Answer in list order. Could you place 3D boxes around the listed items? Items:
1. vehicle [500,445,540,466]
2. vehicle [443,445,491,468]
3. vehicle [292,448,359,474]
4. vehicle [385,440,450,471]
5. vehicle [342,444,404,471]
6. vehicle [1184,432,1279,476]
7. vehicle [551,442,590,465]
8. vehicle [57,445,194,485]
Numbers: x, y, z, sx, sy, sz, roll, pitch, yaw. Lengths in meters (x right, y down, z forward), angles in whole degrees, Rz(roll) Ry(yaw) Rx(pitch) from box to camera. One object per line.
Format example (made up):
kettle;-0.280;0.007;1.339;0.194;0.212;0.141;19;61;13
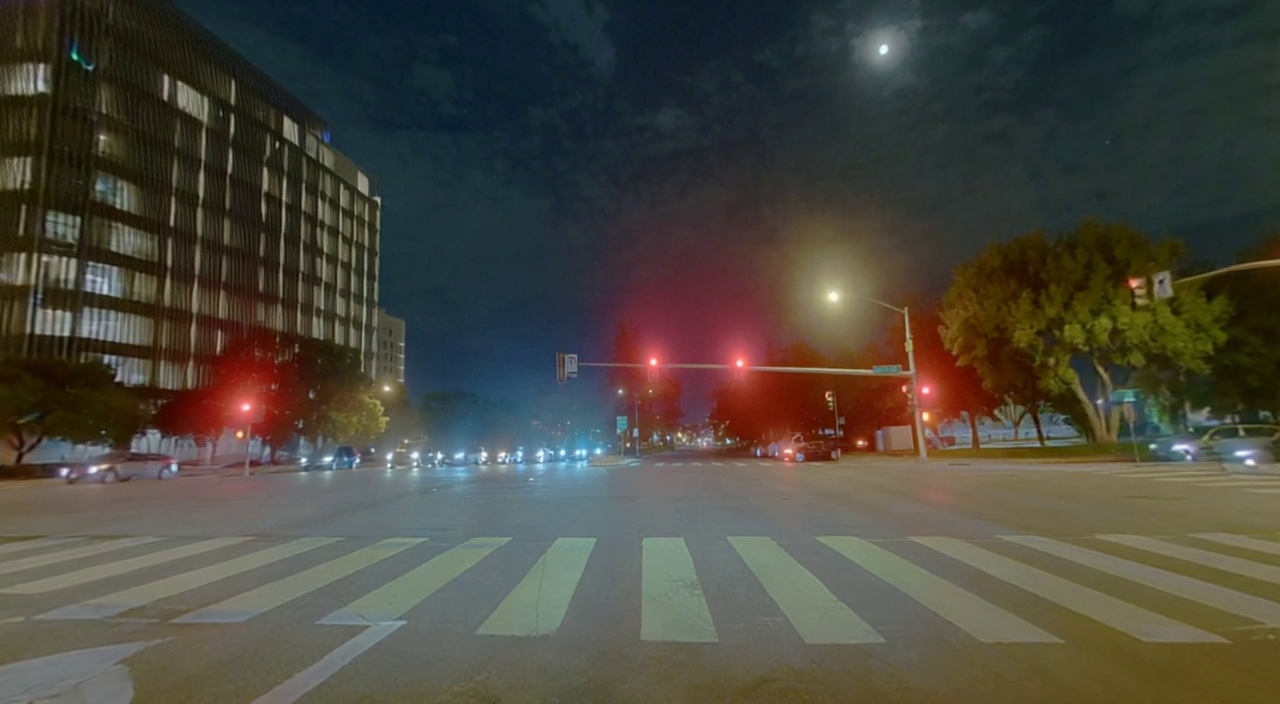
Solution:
vehicle;-8.096;7.007;42.616;1.910;1.321;3.692;0;-9;1
vehicle;-11.634;7.066;42.696;1.911;1.476;4.297;-1;-9;2
vehicle;-21.506;7.445;43.278;1.929;1.619;4.577;-1;-9;5
vehicle;-15.141;7.034;43.151;2.340;1.946;5.450;0;-9;2
vehicle;-18.558;7.342;43.994;2.237;1.801;4.541;0;-9;1
vehicle;22.315;3.582;22.238;4.474;1.477;1.908;0;-9;-3
vehicle;-4.529;6.723;41.682;1.954;1.431;4.050;-1;-9;2
vehicle;-26.121;5.696;32.178;2.032;1.839;4.884;-5;-10;31
